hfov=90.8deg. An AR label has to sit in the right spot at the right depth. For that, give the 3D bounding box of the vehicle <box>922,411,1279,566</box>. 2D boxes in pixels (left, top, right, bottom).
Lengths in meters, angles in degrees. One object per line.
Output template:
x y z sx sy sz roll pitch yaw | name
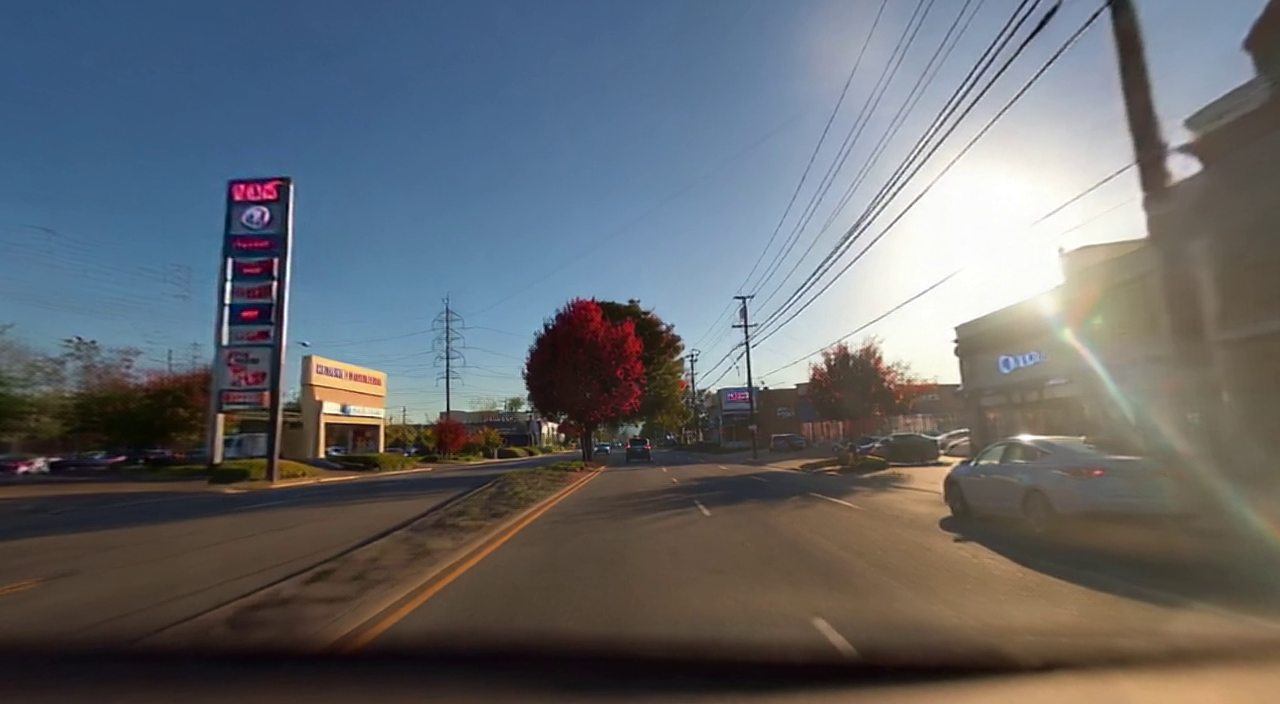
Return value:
6.240 1.850 9.338 1.995 1.705 4.434 0 -8 -1 | vehicle

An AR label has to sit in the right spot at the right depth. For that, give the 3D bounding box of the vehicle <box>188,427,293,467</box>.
-28.798 6.857 45.798 5.851 2.505 2.504 -2 -8 -8 | vehicle

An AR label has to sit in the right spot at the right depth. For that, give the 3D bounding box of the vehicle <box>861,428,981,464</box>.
16.611 5.569 37.530 5.990 1.834 2.262 -2 -8 -6 | vehicle
